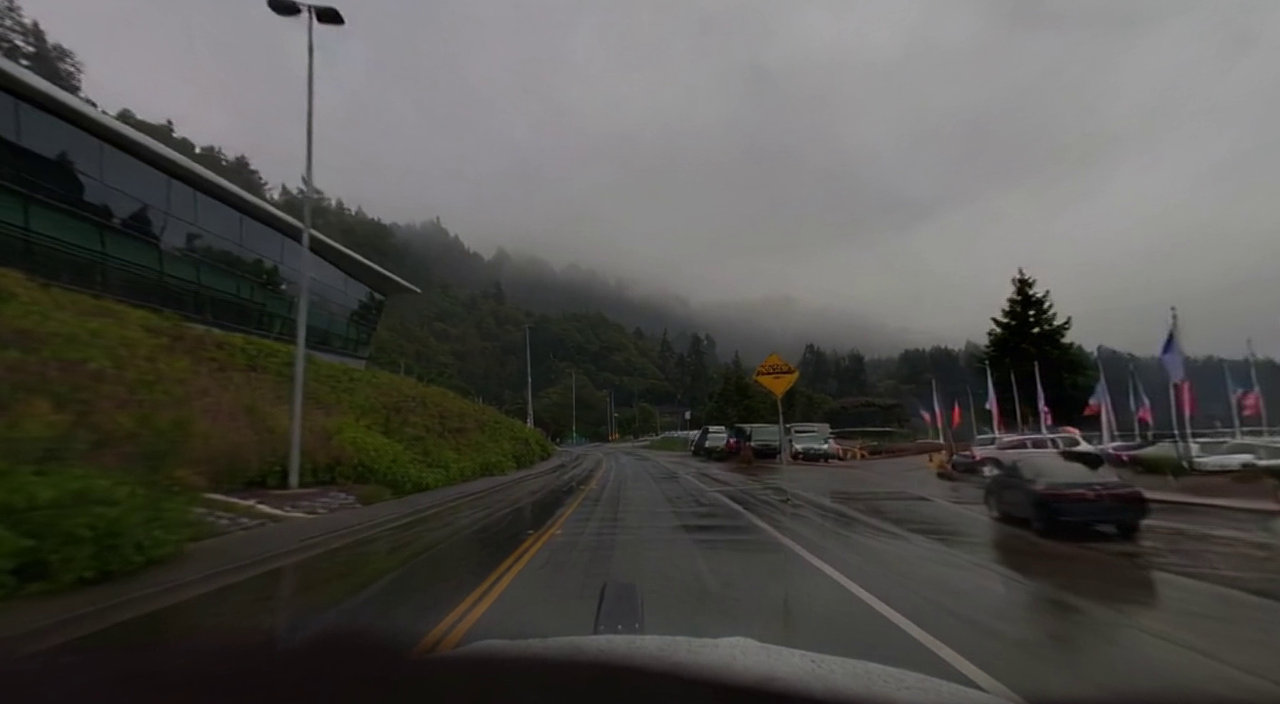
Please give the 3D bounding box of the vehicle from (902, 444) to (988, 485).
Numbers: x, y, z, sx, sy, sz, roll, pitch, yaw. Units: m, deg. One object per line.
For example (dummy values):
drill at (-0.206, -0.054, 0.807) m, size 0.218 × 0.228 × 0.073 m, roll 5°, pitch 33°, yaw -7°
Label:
vehicle at (11.850, 4.363, 24.667) m, size 1.666 × 1.476 × 3.216 m, roll 0°, pitch -9°, yaw -1°

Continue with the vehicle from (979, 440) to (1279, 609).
vehicle at (7.055, 2.160, 8.959) m, size 1.961 × 1.648 × 4.260 m, roll -1°, pitch -7°, yaw -1°

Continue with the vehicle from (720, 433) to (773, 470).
vehicle at (5.718, 5.389, 34.151) m, size 1.977 × 1.860 × 4.237 m, roll 0°, pitch -9°, yaw -2°

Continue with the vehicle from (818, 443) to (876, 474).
vehicle at (11.011, 5.684, 33.731) m, size 1.819 × 1.494 × 3.834 m, roll 0°, pitch -9°, yaw 1°

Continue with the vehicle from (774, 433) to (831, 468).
vehicle at (8.511, 5.230, 33.367) m, size 1.924 × 1.713 × 4.627 m, roll -1°, pitch -9°, yaw 2°
